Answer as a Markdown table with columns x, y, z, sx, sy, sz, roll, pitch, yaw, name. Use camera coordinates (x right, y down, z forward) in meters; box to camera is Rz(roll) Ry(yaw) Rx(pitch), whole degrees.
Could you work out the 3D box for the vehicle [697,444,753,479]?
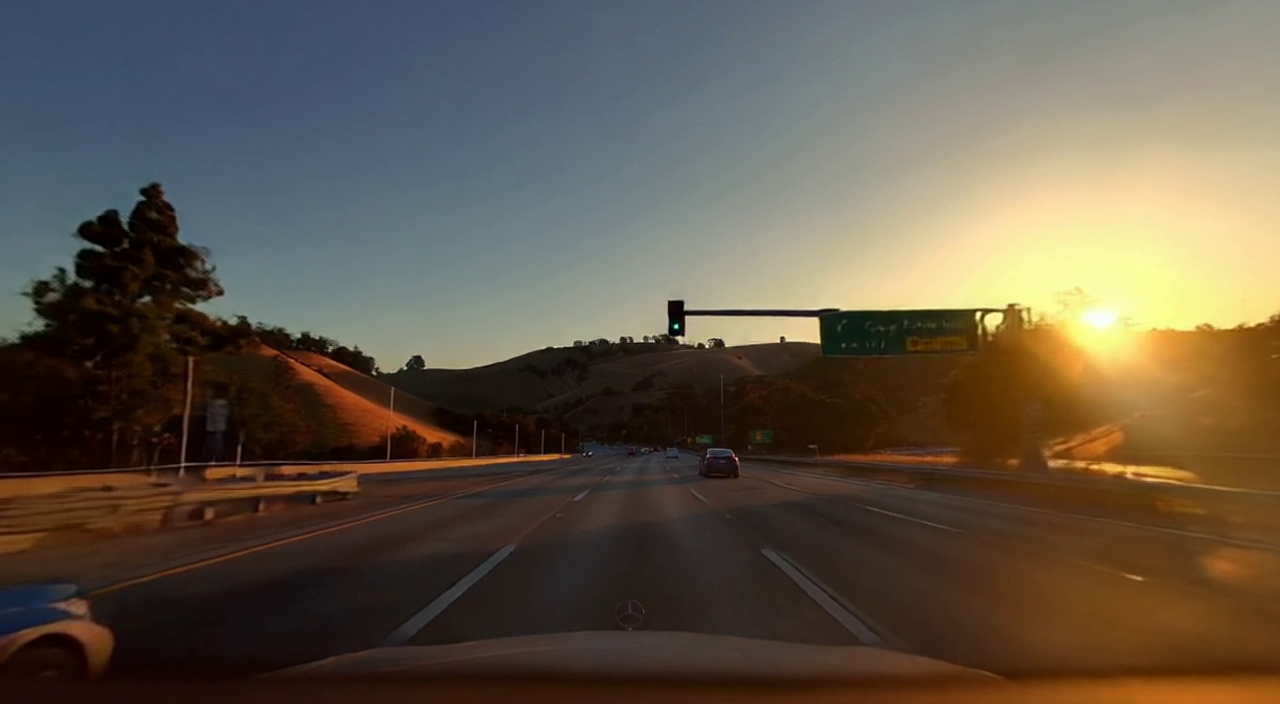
| x | y | z | sx | sy | sz | roll | pitch | yaw | name |
| --- | --- | --- | --- | --- | --- | --- | --- | --- | --- |
| 3.869 | 5.067 | 29.414 | 1.916 | 1.469 | 4.481 | 0 | -8 | 0 | vehicle |
